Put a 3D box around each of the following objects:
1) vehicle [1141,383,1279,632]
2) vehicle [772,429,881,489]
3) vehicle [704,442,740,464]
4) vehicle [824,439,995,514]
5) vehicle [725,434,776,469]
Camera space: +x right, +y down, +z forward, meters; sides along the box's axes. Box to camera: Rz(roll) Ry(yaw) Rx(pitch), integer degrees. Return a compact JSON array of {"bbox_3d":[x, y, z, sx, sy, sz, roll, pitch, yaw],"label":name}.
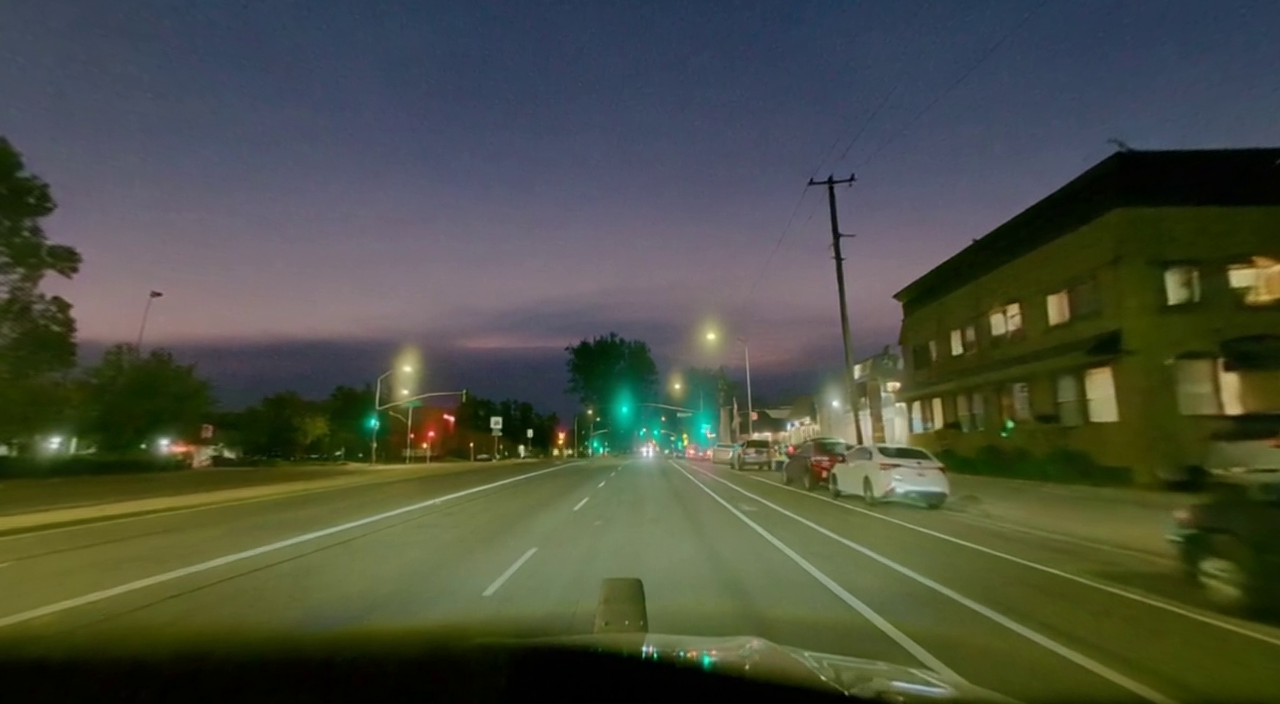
[{"bbox_3d":[5.889,0.934,3.196,2.218,1.842,5.475,0,-9,1],"label":"vehicle"},{"bbox_3d":[5.972,3.510,20.920,1.965,1.705,5.114,0,-9,-1],"label":"vehicle"},{"bbox_3d":[6.210,7.745,48.355,2.057,1.541,4.735,0,-9,-1],"label":"vehicle"},{"bbox_3d":[6.020,2.828,14.851,1.855,1.463,4.729,0,-9,-1],"label":"vehicle"},{"bbox_3d":[6.136,5.597,35.469,1.931,1.814,4.870,0,-9,0],"label":"vehicle"}]
